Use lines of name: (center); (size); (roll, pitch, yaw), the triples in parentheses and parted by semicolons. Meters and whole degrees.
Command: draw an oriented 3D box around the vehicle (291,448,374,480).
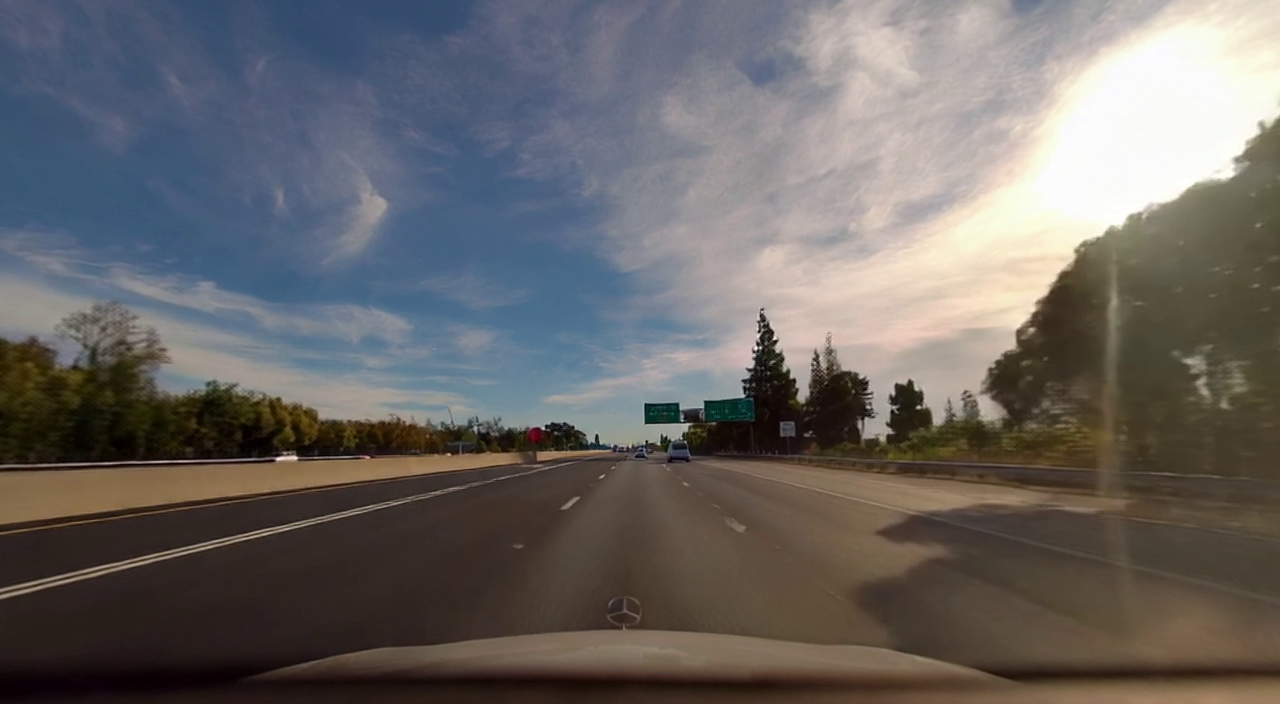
vehicle: (-15.588, 5.675, 32.259); (1.903, 1.486, 4.666); (0, -9, 0)
